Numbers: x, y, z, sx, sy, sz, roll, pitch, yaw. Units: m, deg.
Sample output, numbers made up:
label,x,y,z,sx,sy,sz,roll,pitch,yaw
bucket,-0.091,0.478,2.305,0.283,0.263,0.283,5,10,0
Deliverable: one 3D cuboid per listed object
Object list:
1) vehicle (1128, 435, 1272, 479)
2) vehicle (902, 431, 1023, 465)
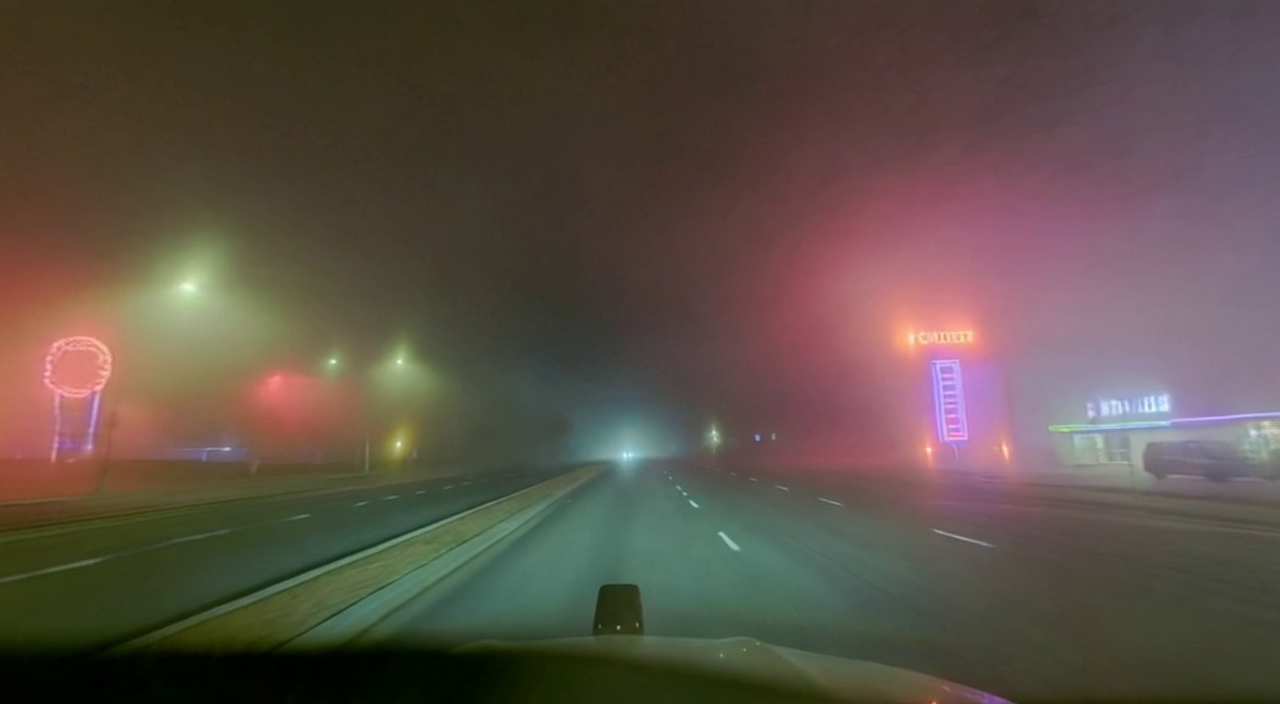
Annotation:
label,x,y,z,sx,sy,sz,roll,pitch,yaw
vehicle,20.602,3.859,23.362,3.576,1.443,1.822,-2,-8,-2
vehicle,21.527,6.411,42.408,6.489,2.179,2.882,0,-8,-2
